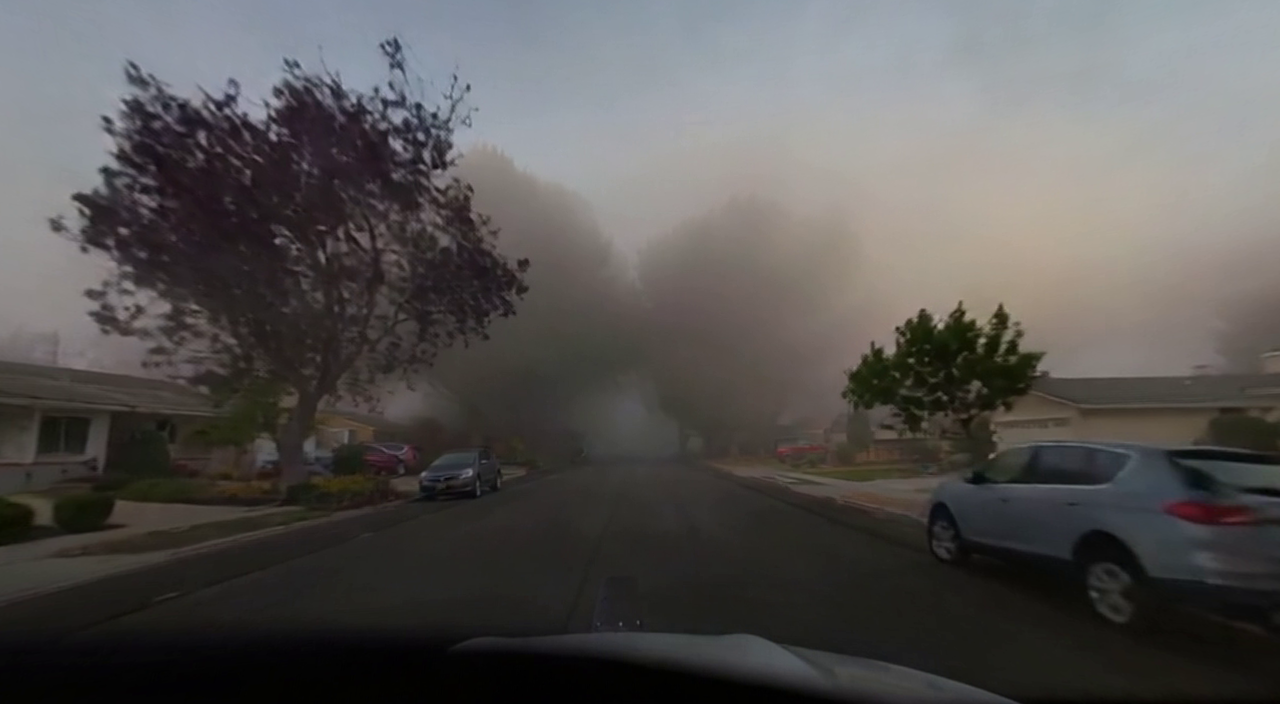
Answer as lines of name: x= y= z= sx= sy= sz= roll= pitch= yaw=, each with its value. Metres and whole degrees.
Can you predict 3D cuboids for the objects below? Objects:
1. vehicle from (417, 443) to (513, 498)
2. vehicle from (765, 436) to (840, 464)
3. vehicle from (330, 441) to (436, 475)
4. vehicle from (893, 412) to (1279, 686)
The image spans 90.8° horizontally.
vehicle: x=-5.684 y=3.879 z=21.112 sx=1.944 sy=1.621 sz=4.187 roll=-1 pitch=-9 yaw=1
vehicle: x=11.312 y=6.841 z=44.090 sx=4.626 sy=1.880 sz=1.980 roll=1 pitch=-9 yaw=-9
vehicle: x=-12.170 y=5.021 z=30.103 sx=4.135 sy=1.567 sz=1.944 roll=0 pitch=-9 yaw=2
vehicle: x=4.280 y=1.481 z=5.947 sx=1.996 sy=1.585 sz=4.371 roll=0 pitch=-9 yaw=0
